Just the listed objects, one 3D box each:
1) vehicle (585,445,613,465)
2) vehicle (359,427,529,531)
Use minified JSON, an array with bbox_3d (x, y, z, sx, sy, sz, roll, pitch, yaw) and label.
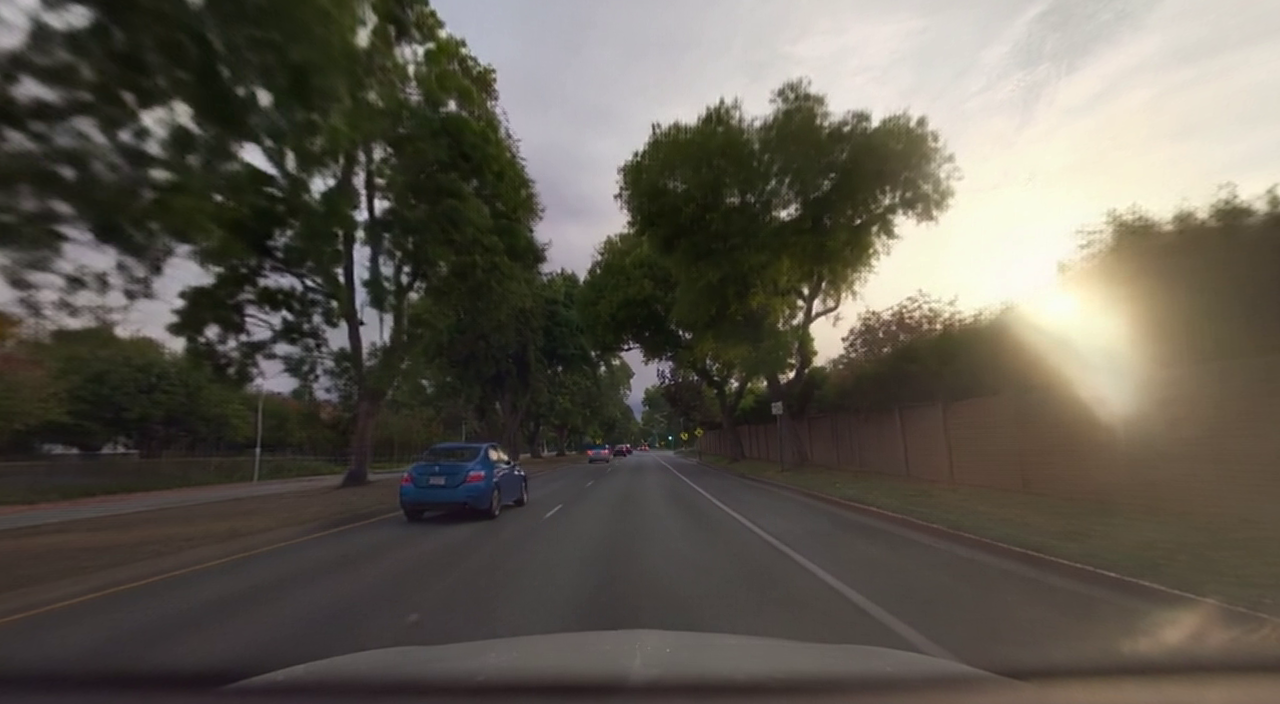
[{"bbox_3d":[-3.082,7.850,48.255,1.870,1.431,4.317,0,-9,1],"label":"vehicle"},{"bbox_3d":[-3.536,2.375,12.443,1.919,1.650,4.546,0,-9,0],"label":"vehicle"}]
